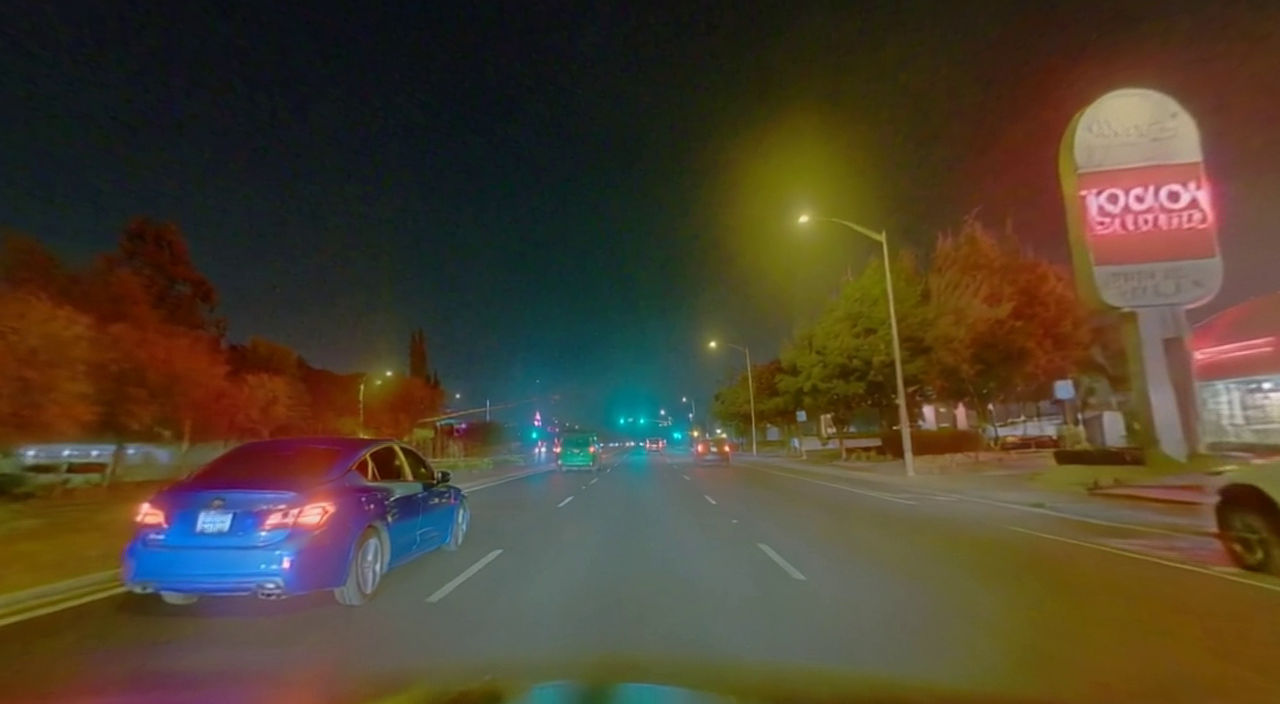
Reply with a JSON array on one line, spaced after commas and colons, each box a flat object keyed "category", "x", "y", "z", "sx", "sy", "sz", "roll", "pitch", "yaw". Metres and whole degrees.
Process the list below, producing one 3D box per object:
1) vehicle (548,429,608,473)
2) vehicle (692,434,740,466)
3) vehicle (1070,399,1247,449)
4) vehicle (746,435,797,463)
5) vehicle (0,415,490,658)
[{"category": "vehicle", "x": -2.687, "y": 4.445, "z": 28.474, "sx": 2.193, "sy": 1.788, "sz": 4.603, "roll": 0, "pitch": -8, "yaw": 1}, {"category": "vehicle", "x": 3.825, "y": 5.025, "z": 32.409, "sx": 1.904, "sy": 1.490, "sz": 4.299, "roll": 0, "pitch": -8, "yaw": -1}, {"category": "vehicle", "x": 20.948, "y": 2.981, "z": 25.667, "sx": 5.166, "sy": 1.870, "sz": 2.317, "roll": 0, "pitch": -9, "yaw": -3}, {"category": "vehicle", "x": 7.631, "y": 5.672, "z": 36.960, "sx": 1.942, "sy": 1.481, "sz": 4.447, "roll": 0, "pitch": -8, "yaw": -1}, {"category": "vehicle", "x": -3.123, "y": 1.476, "z": 6.300, "sx": 1.956, "sy": 1.460, "sz": 4.802, "roll": 0, "pitch": -8, "yaw": 2}]
